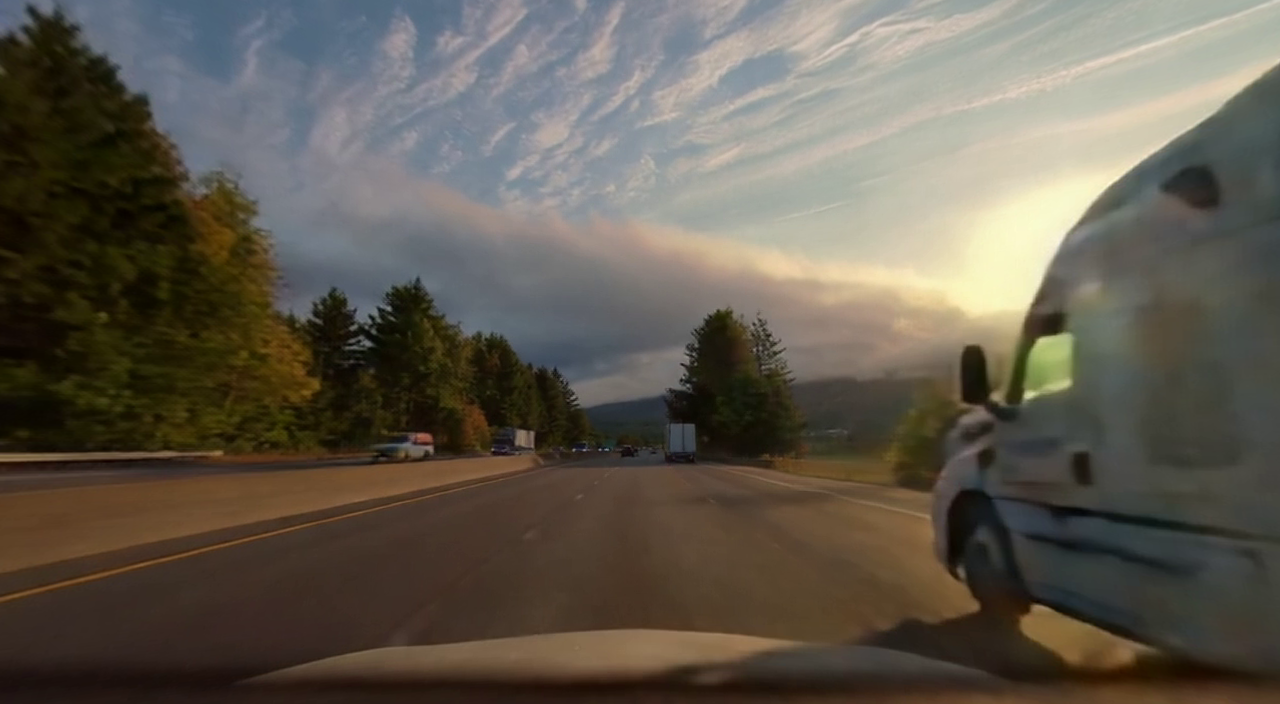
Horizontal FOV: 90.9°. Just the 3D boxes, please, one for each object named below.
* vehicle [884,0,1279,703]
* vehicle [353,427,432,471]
[{"bbox_3d":[4.007,-0.109,3.158,3.034,3.898,5.902,0,-9,0],"label":"vehicle"},{"bbox_3d":[-15.649,6.231,40.343,2.421,2.540,6.190,0,-9,1],"label":"vehicle"}]
